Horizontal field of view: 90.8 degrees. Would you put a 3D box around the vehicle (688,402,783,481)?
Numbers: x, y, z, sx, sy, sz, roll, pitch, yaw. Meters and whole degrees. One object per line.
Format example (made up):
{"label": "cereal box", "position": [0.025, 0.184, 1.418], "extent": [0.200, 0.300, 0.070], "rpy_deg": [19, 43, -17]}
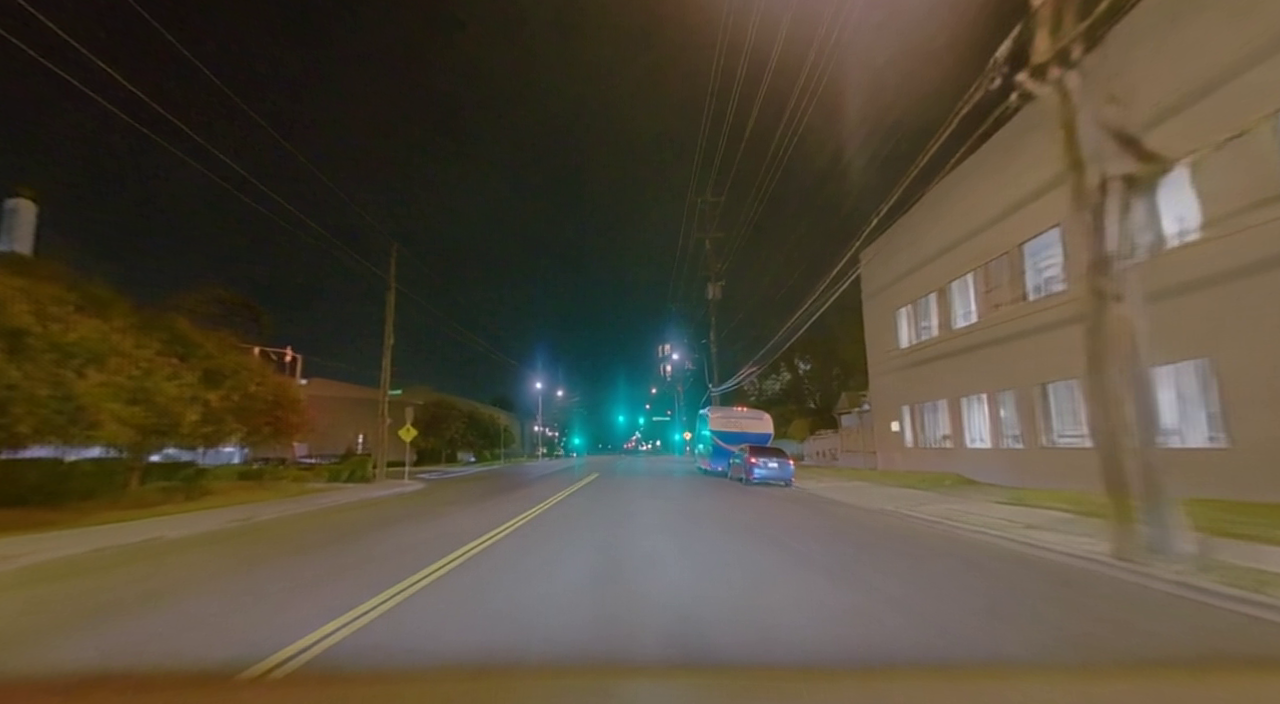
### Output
{"label": "vehicle", "position": [4.272, 4.343, 30.498], "extent": [3.110, 3.241, 8.788], "rpy_deg": [0, -9, -1]}

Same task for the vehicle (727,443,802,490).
{"label": "vehicle", "position": [4.430, 4.117, 23.020], "extent": [1.852, 1.497, 3.672], "rpy_deg": [-2, -8, -2]}
